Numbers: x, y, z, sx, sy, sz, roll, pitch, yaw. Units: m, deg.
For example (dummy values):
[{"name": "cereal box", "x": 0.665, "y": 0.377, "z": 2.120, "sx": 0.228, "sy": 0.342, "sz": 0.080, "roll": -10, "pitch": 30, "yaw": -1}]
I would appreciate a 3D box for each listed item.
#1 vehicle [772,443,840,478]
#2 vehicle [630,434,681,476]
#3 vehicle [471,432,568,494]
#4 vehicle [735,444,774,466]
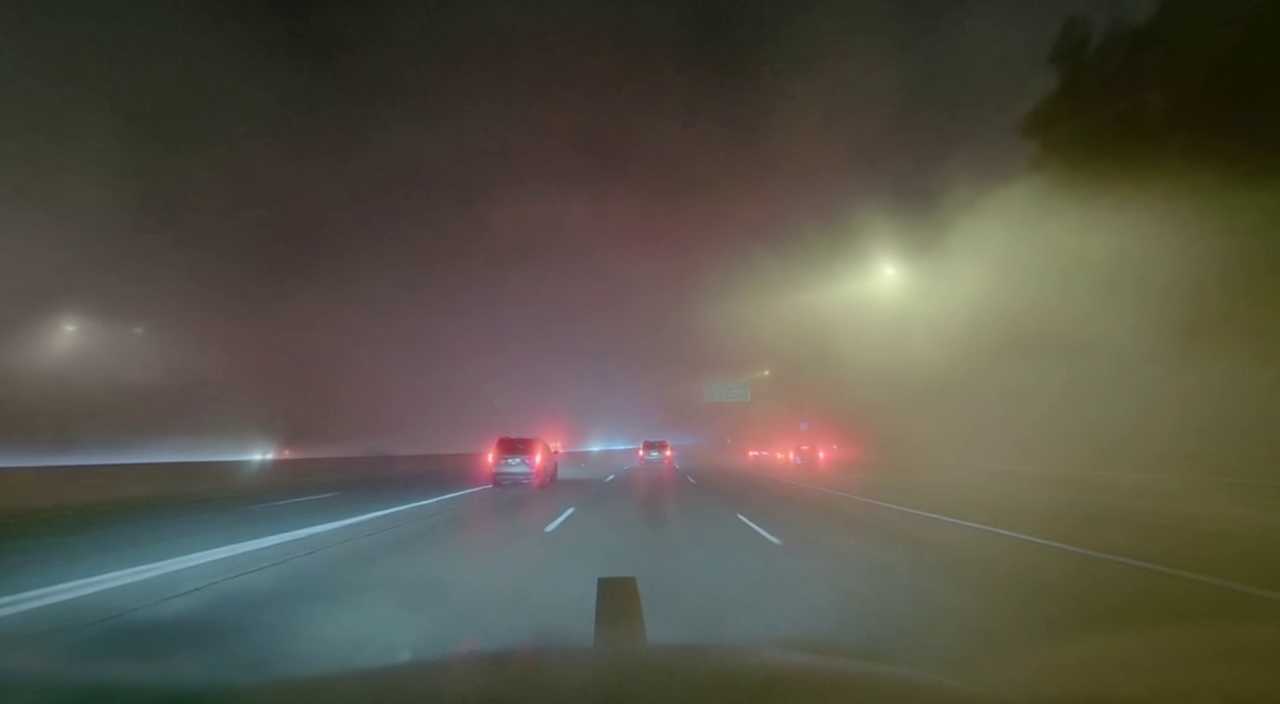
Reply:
[{"name": "vehicle", "x": 7.506, "y": 4.928, "z": 28.913, "sx": 1.936, "sy": 1.480, "sz": 4.373, "roll": 0, "pitch": -9, "yaw": 0}, {"name": "vehicle", "x": 0.769, "y": 5.025, "z": 30.874, "sx": 2.270, "sy": 1.862, "sz": 4.949, "roll": 0, "pitch": -9, "yaw": 1}, {"name": "vehicle", "x": -3.709, "y": 3.503, "z": 20.246, "sx": 2.142, "sy": 1.759, "sz": 4.297, "roll": 0, "pitch": -9, "yaw": 2}, {"name": "vehicle", "x": 8.238, "y": 7.460, "z": 45.716, "sx": 2.005, "sy": 1.456, "sz": 4.287, "roll": 0, "pitch": -9, "yaw": 0}]
